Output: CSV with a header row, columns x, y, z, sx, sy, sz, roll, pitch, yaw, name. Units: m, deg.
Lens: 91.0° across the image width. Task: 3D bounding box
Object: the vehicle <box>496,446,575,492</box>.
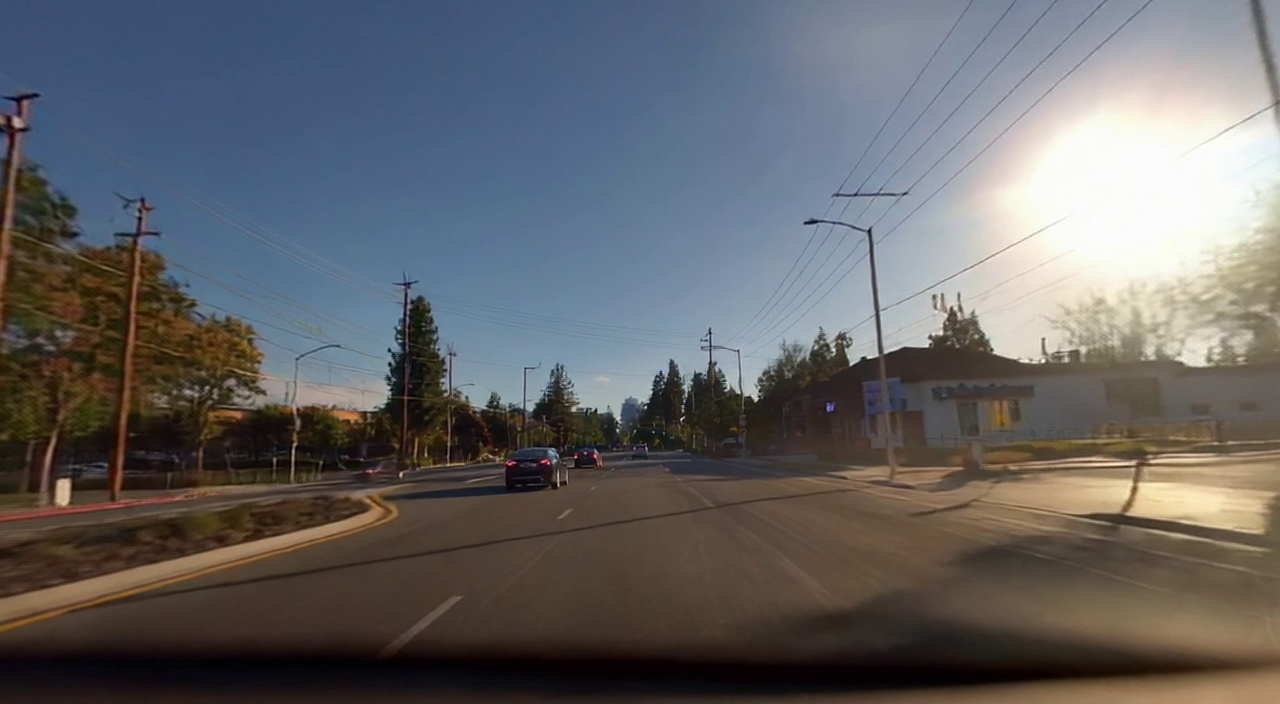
x,y,z,sx,sy,sz,roll,pitch,yaw,name
-3.593,4.104,22.567,2.076,1.444,4.328,-1,-8,0,vehicle
